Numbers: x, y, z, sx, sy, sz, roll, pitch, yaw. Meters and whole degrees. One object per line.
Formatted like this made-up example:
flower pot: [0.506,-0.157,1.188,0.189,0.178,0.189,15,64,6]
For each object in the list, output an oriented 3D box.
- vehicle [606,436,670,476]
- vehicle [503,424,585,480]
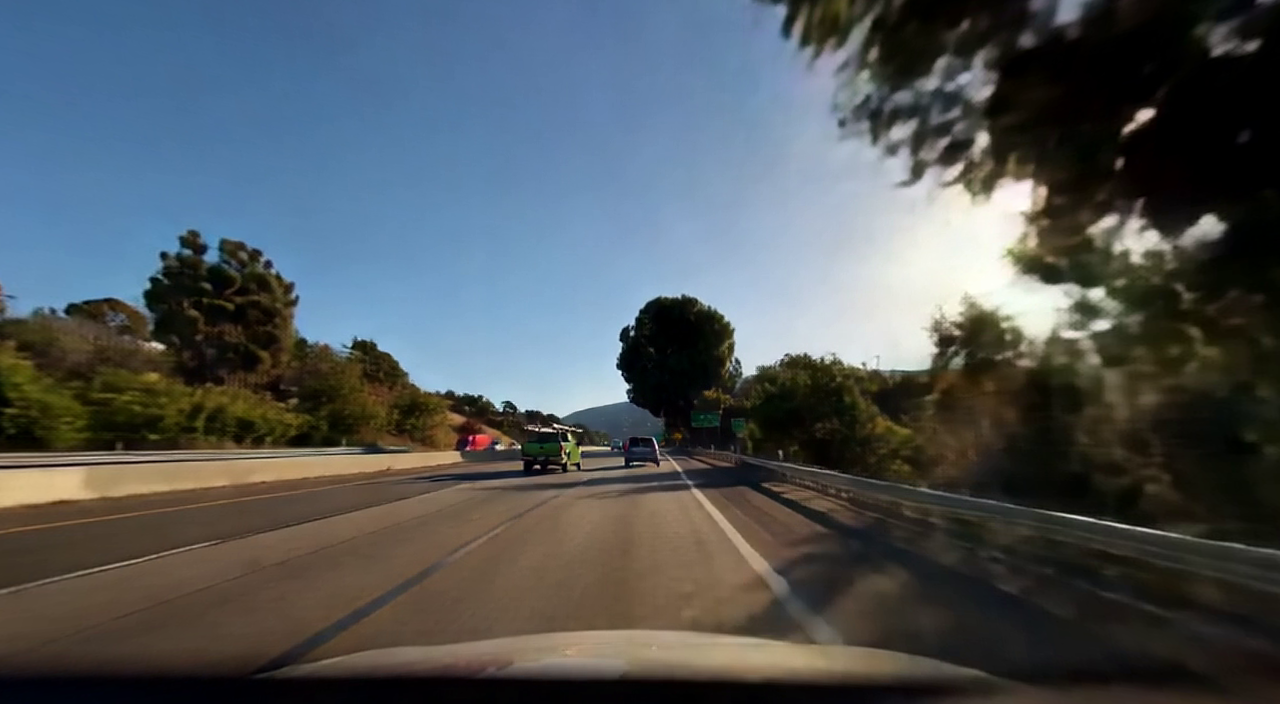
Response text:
vehicle: [-0.001,4.775,29.307,2.715,1.669,5.163,0,-8,2]
vehicle: [-3.598,3.880,24.606,2.250,1.947,4.860,0,-8,2]
